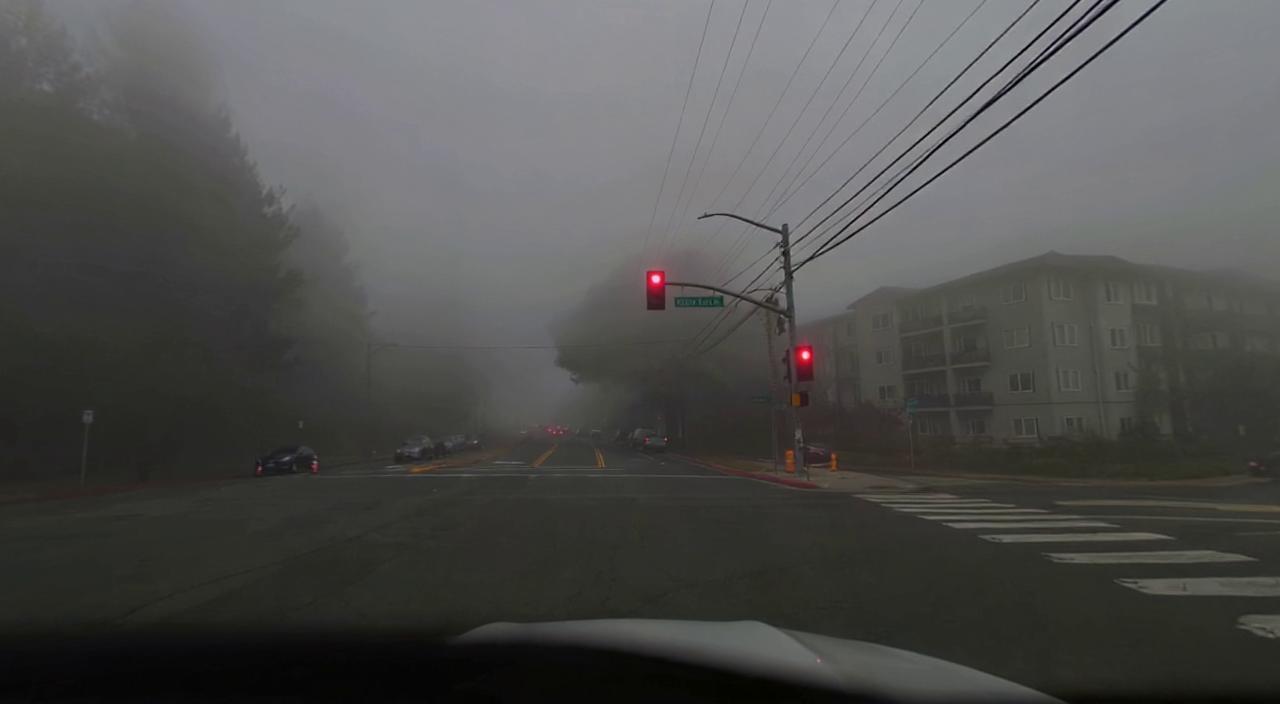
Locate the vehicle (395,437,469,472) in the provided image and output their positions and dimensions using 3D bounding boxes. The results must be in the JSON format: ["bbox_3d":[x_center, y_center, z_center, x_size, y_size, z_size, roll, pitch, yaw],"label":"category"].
[{"bbox_3d":[-9.673,4.799,29.781,2.116,1.521,4.294,0,-9,-1],"label":"vehicle"}]

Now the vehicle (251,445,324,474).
[{"bbox_3d":[-21.127,6.440,38.092,1.981,1.628,4.336,0,-9,-1],"label":"vehicle"}]

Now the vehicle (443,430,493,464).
[{"bbox_3d":[-9.780,5.455,36.174,1.910,1.818,4.057,0,-9,-3],"label":"vehicle"}]
